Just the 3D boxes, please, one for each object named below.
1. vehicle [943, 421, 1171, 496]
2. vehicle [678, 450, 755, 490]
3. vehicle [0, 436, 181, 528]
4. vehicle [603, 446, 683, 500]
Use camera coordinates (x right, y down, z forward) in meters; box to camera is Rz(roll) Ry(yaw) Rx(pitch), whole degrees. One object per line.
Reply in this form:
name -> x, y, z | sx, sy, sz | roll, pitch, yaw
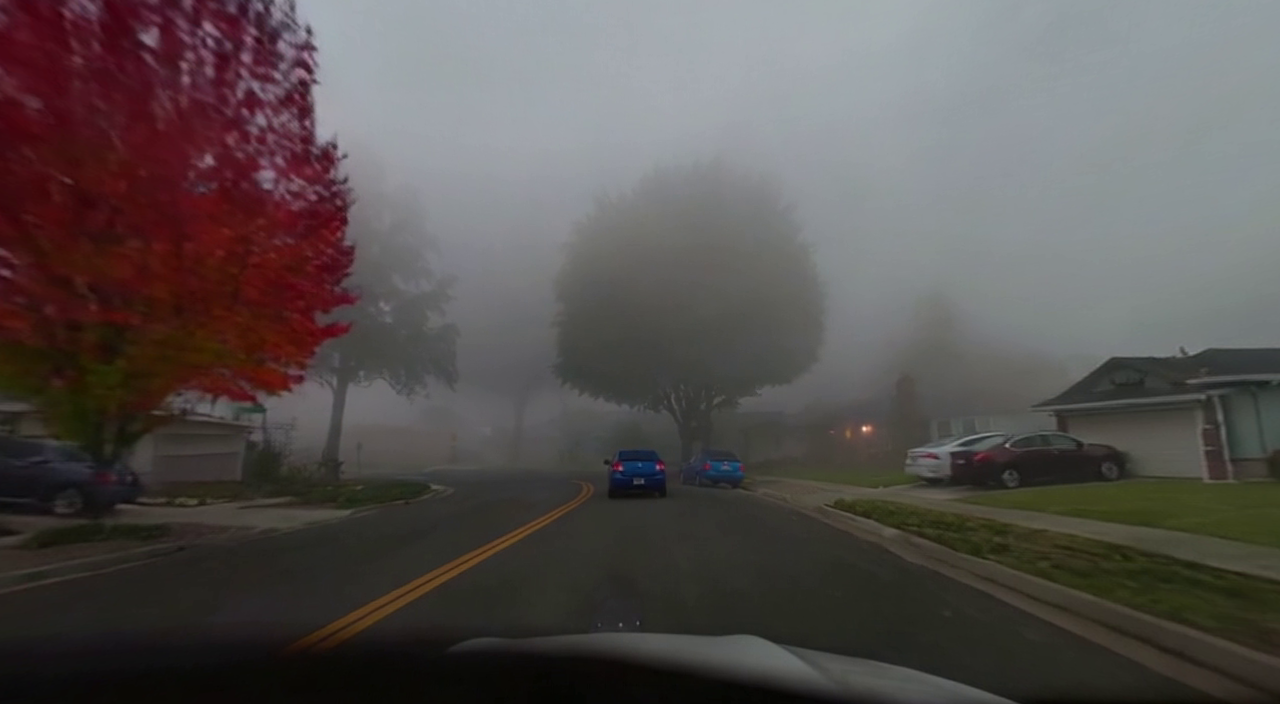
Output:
vehicle -> 10.683, 2.722, 16.409 | 4.524, 1.587, 2.064 | -2, -8, -7
vehicle -> 2.946, 4.677, 25.423 | 2.089, 1.462, 4.529 | 1, -9, -6
vehicle -> -13.020, 2.746, 13.518 | 4.597, 1.794, 2.043 | 1, -10, -6
vehicle -> -0.026, 3.709, 19.675 | 2.192, 1.474, 4.192 | 1, -9, -3
